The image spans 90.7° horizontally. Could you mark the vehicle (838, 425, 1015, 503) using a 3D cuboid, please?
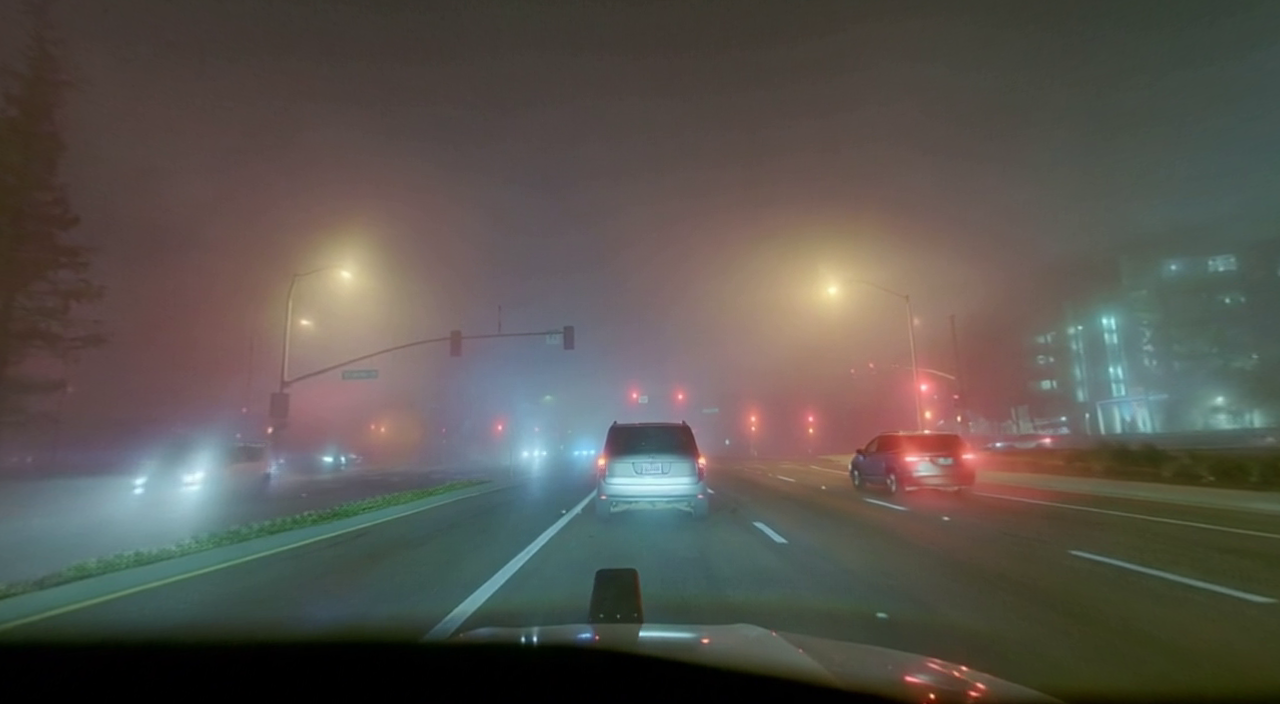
[{"bbox_3d":[7.049,2.818,16.246,2.447,1.707,4.396,0,-9,0],"label":"vehicle"}]

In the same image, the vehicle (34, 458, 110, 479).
[{"bbox_3d":[-40.237,8.241,44.850,3.386,1.456,2.024,0,-9,0],"label":"vehicle"}]

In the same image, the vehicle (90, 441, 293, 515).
[{"bbox_3d":[-11.257,3.159,16.437,2.209,1.627,4.582,1,-9,-5],"label":"vehicle"}]

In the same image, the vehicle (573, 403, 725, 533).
[{"bbox_3d":[0.212,2.093,11.889,2.267,1.926,4.708,-1,-9,2],"label":"vehicle"}]
